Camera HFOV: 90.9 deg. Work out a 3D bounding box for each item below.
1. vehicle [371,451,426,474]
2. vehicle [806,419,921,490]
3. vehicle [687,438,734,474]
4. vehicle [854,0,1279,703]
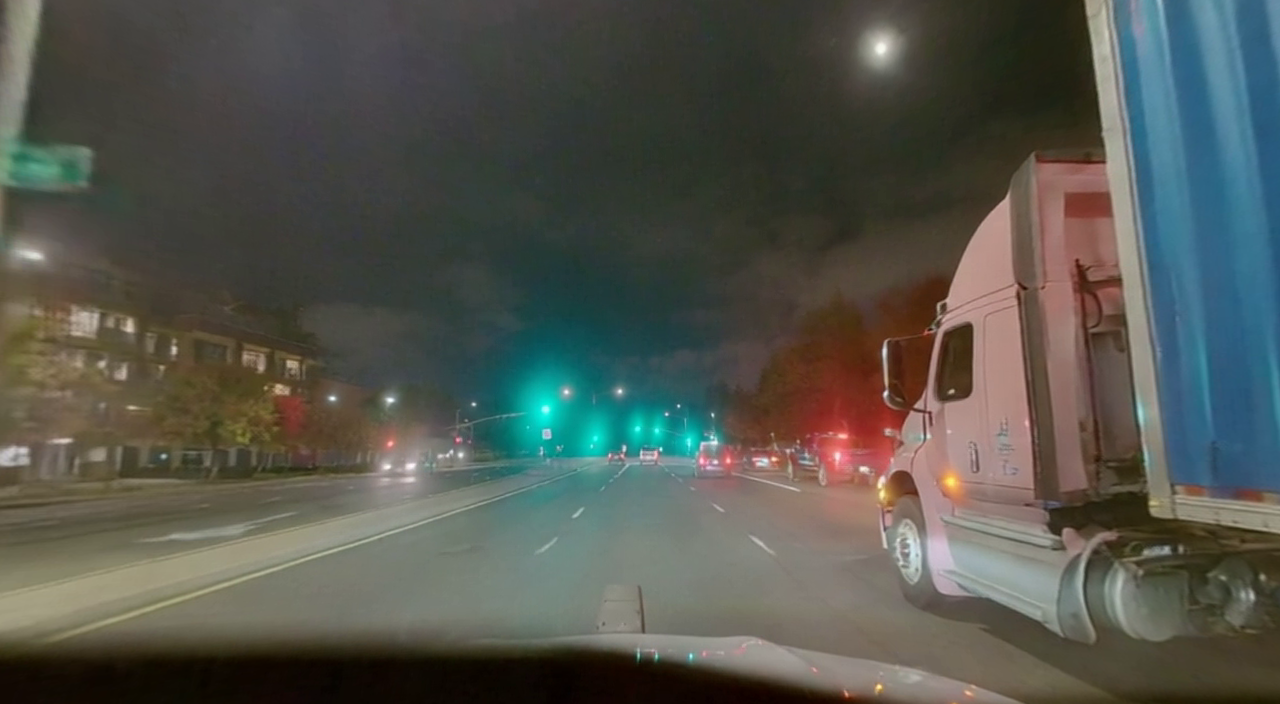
[{"bbox_3d":[-16.969,7.777,44.520,2.017,1.503,4.638,0,-9,0],"label":"vehicle"},{"bbox_3d":[8.026,3.770,23.252,2.539,2.328,4.769,-1,-9,2],"label":"vehicle"},{"bbox_3d":[4.027,6.087,36.972,2.196,1.908,4.412,0,-9,0],"label":"vehicle"},{"bbox_3d":[3.719,-0.225,2.399,3.006,3.679,8.506,-1,-9,2],"label":"vehicle"}]
